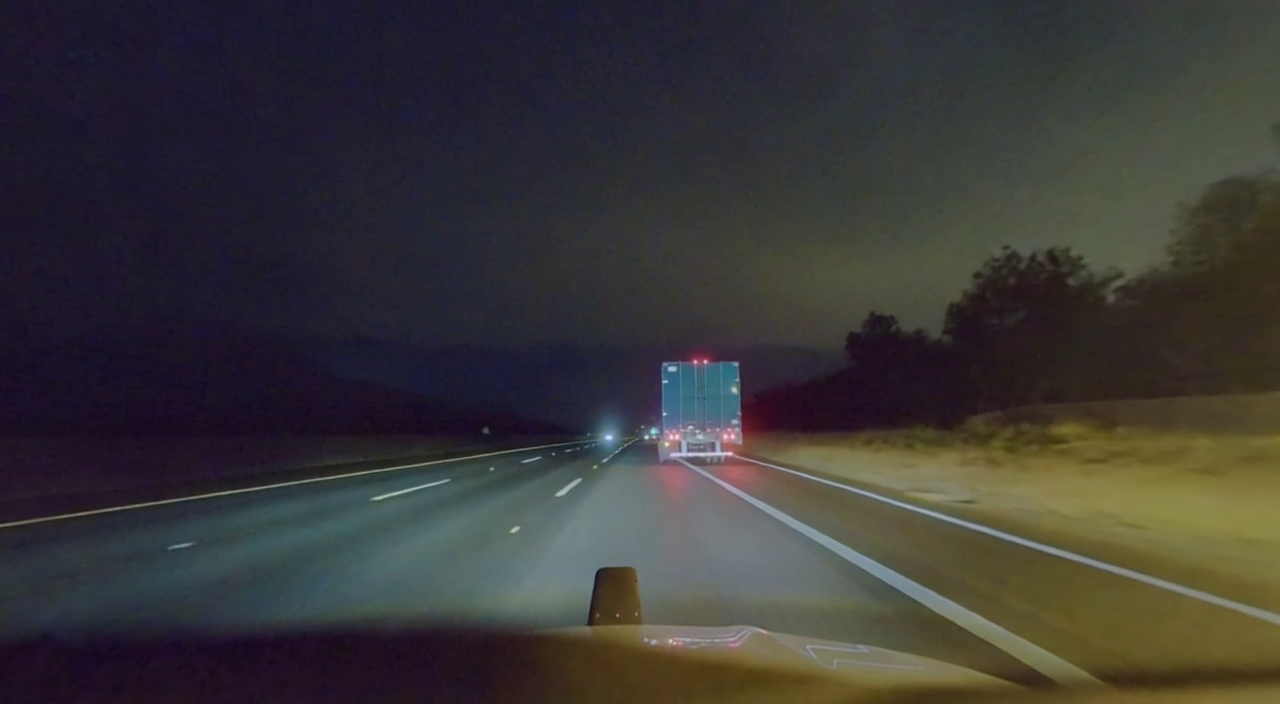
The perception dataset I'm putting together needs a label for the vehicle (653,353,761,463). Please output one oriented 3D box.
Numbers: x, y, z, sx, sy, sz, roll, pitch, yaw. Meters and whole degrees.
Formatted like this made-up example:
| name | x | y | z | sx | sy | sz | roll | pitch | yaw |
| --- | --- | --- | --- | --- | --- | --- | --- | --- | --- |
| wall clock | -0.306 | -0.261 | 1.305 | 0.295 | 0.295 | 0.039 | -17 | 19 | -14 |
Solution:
| name | x | y | z | sx | sy | sz | roll | pitch | yaw |
| --- | --- | --- | --- | --- | --- | --- | --- | --- | --- |
| vehicle | 2.362 | 2.676 | 27.274 | 3.446 | 3.698 | 12.089 | 0 | -8 | 0 |
